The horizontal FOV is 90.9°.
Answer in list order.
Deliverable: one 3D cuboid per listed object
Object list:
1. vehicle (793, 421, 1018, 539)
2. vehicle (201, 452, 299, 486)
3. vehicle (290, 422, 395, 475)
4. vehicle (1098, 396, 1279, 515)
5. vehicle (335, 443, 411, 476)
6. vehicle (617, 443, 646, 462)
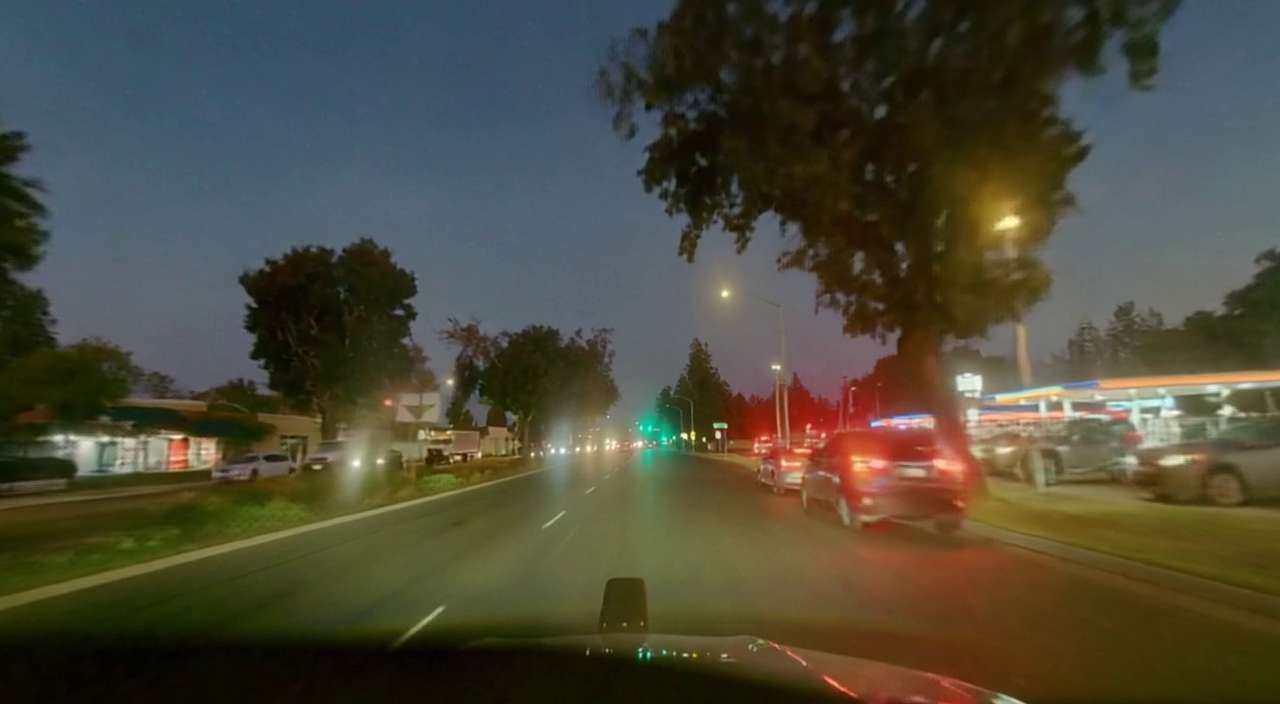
[{"bbox_3d":[4.432,2.209,11.505,2.179,1.709,4.512,0,-9,1],"label":"vehicle"},{"bbox_3d":[-18.660,5.584,30.444,1.817,1.460,4.524,0,-9,1],"label":"vehicle"},{"bbox_3d":[-18.421,6.062,39.646,2.837,2.953,7.214,0,-9,2],"label":"vehicle"},{"bbox_3d":[11.832,1.814,11.275,5.404,1.914,2.159,-1,-9,3],"label":"vehicle"},{"bbox_3d":[-14.150,5.690,33.733,1.977,1.619,4.612,0,-9,1],"label":"vehicle"},{"bbox_3d":[-0.623,7.903,49.744,1.959,1.406,4.272,-1,-9,3],"label":"vehicle"}]
